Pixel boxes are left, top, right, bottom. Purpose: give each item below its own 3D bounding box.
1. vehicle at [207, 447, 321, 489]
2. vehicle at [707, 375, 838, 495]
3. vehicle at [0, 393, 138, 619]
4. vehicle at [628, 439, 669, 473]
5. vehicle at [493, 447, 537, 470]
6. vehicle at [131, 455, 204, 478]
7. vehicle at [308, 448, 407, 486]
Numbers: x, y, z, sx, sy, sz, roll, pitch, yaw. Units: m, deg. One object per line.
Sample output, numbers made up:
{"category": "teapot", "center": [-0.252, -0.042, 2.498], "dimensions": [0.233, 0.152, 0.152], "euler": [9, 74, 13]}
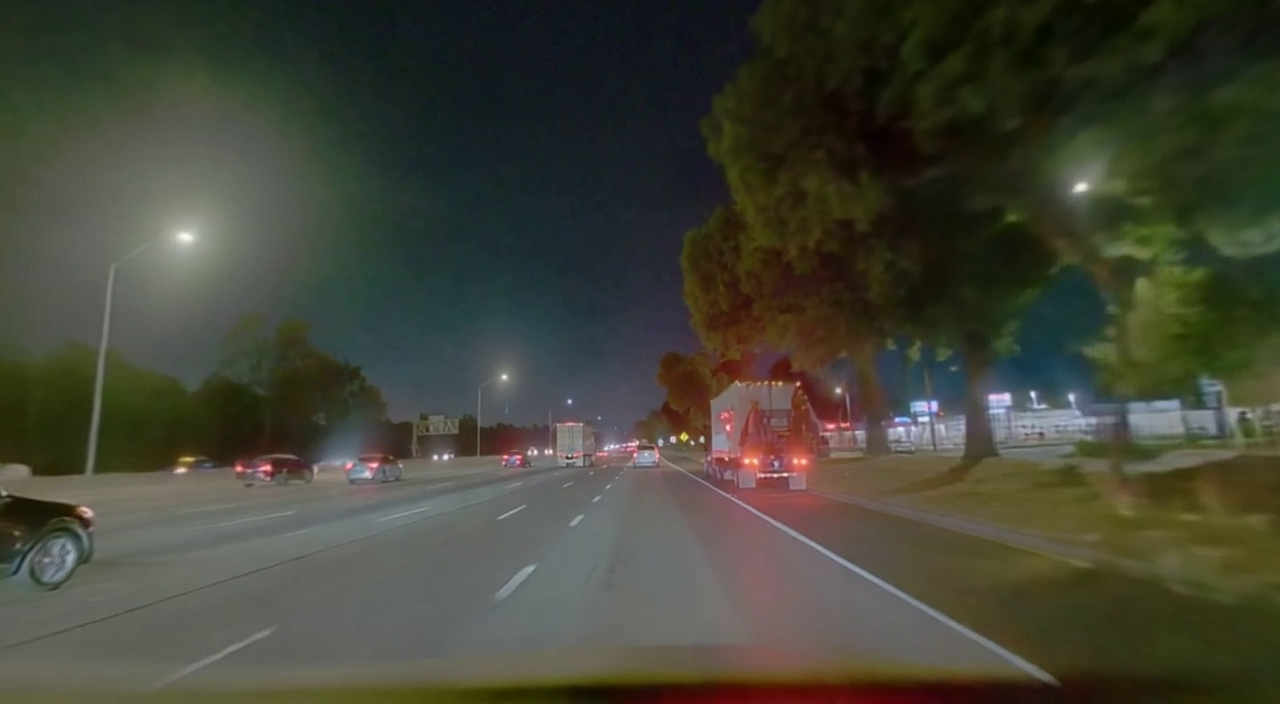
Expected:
{"category": "vehicle", "center": [-15.910, 4.908, 27.006], "dimensions": [1.885, 1.591, 4.599], "euler": [-1, -8, 2]}
{"category": "vehicle", "center": [4.958, 3.585, 26.618], "dimensions": [2.801, 3.732, 11.836], "euler": [-4, -9, 0]}
{"category": "vehicle", "center": [-6.281, 1.088, 4.038], "dimensions": [2.200, 1.793, 4.586], "euler": [-1, -8, 2]}
{"category": "vehicle", "center": [0.489, 5.940, 36.315], "dimensions": [2.227, 1.794, 4.646], "euler": [0, -8, 1]}
{"category": "vehicle", "center": [-8.689, 7.410, 44.168], "dimensions": [1.929, 1.477, 4.746], "euler": [-1, -8, 2]}
{"category": "vehicle", "center": [-36.197, 8.739, 48.456], "dimensions": [1.988, 1.560, 4.517], "euler": [-1, -8, 2]}
{"category": "vehicle", "center": [-12.220, 4.992, 27.685], "dimensions": [1.928, 1.480, 4.823], "euler": [-1, -8, 2]}
